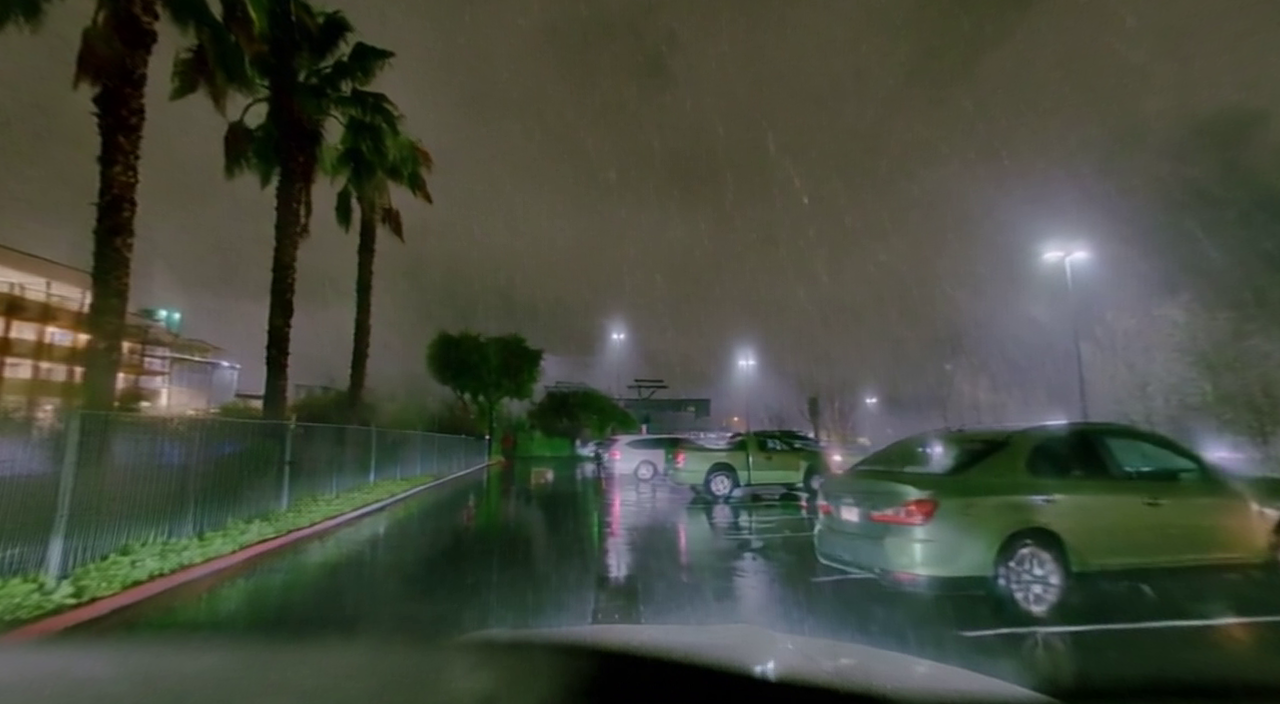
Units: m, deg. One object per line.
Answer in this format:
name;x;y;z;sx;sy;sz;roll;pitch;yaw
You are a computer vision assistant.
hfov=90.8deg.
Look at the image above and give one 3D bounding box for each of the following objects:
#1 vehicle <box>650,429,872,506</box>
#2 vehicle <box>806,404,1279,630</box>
vehicle;3.122;3.003;16.792;5.381;1.826;2.047;2;-9;-12
vehicle;4.168;1.439;5.726;4.803;1.520;1.894;5;-9;-11
